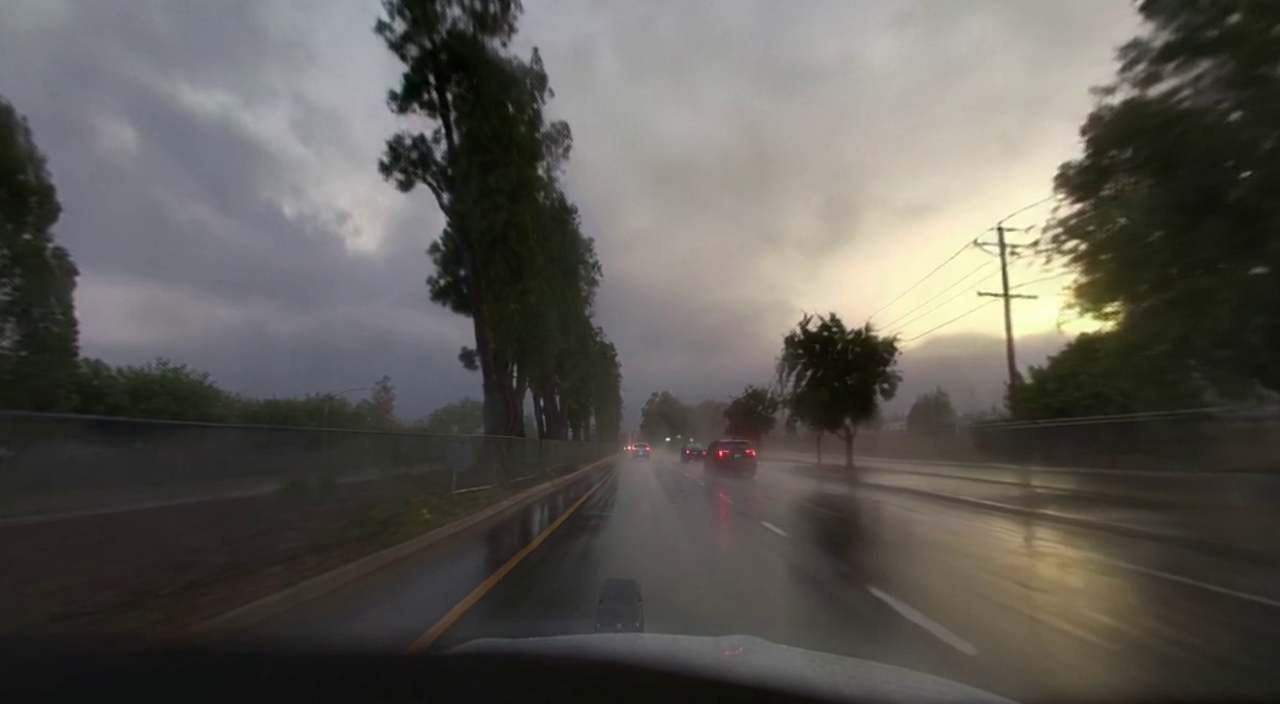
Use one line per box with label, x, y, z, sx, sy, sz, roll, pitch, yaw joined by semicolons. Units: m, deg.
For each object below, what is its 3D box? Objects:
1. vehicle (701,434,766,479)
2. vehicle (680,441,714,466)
vehicle;4.081;4.685;28.453;2.112;1.825;4.574;0;-9;-1
vehicle;4.017;7.223;44.879;2.012;1.653;4.115;0;-9;0
